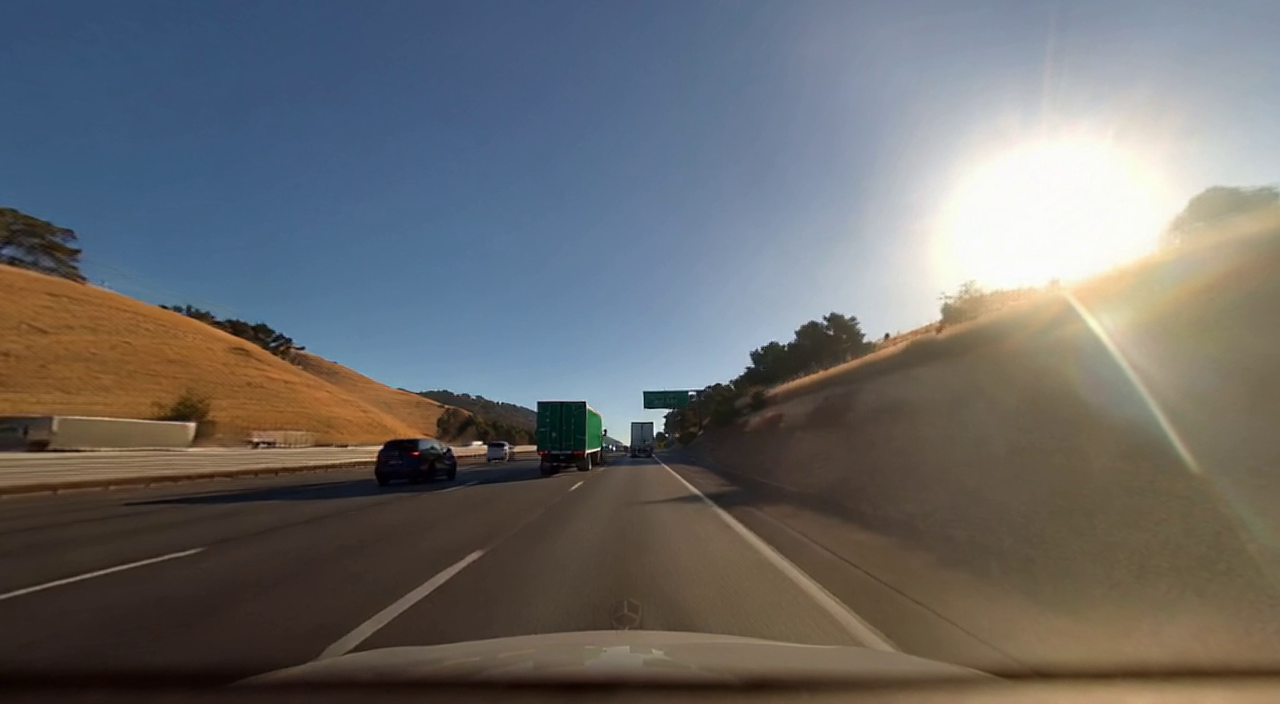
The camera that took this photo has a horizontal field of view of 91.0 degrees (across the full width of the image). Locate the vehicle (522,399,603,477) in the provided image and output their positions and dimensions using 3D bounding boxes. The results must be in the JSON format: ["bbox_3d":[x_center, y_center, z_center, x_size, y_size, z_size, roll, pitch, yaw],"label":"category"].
[{"bbox_3d":[-3.622,4.500,32.442,2.789,3.271,10.894,0,-9,0],"label":"vehicle"}]

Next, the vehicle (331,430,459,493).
[{"bbox_3d":[-7.550,3.431,20.035,2.125,1.725,4.715,0,-9,0],"label":"vehicle"}]

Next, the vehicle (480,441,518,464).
[{"bbox_3d":[-10.871,7.804,48.842,1.964,1.652,4.071,0,-9,1],"label":"vehicle"}]
